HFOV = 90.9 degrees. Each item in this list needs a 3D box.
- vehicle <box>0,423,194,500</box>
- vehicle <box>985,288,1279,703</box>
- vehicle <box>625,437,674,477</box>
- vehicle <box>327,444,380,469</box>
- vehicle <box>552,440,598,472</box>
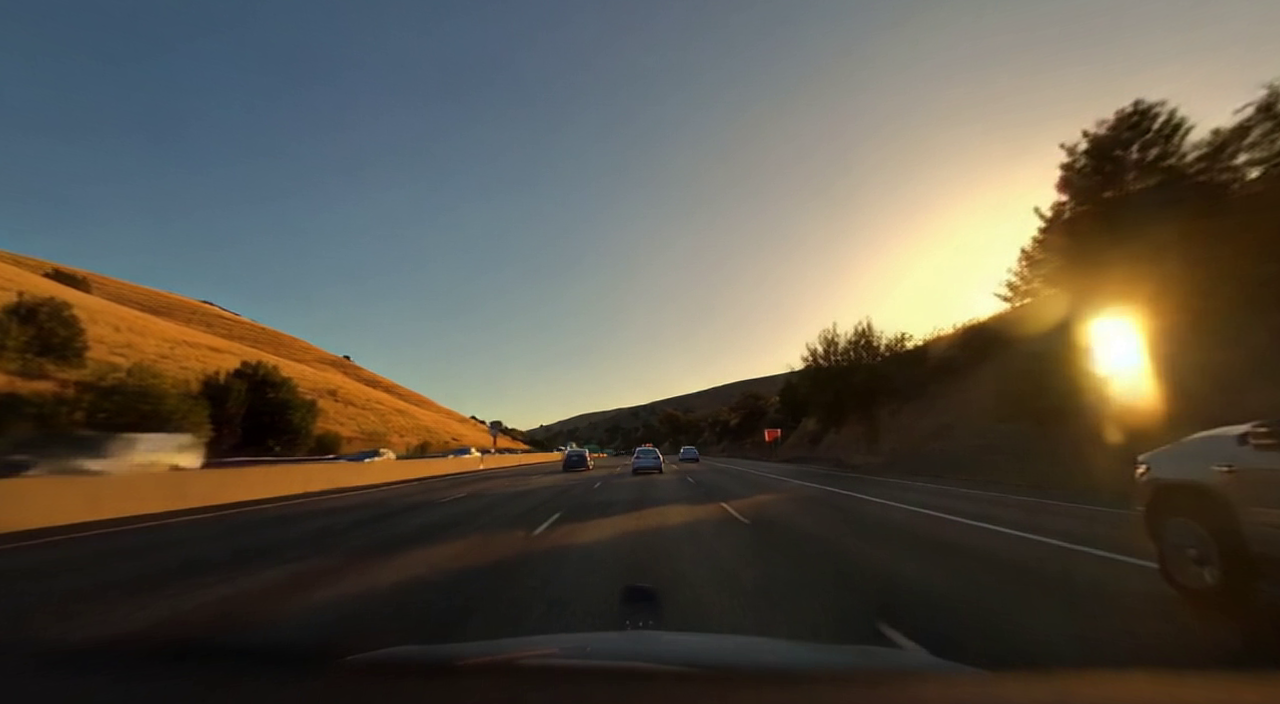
[{"bbox_3d":[-12.596,2.457,14.458,1.817,1.525,3.880,0,-8,1],"label":"vehicle"},{"bbox_3d":[4.203,0.623,2.200,2.700,1.980,5.866,0,-8,1],"label":"vehicle"},{"bbox_3d":[0.424,4.818,29.068,2.086,1.685,4.206,0,-8,0],"label":"vehicle"},{"bbox_3d":[-16.132,5.874,35.631,1.436,1.354,3.176,0,-9,1],"label":"vehicle"},{"bbox_3d":[-3.634,5.862,35.753,2.076,1.690,4.113,0,-8,1],"label":"vehicle"}]
